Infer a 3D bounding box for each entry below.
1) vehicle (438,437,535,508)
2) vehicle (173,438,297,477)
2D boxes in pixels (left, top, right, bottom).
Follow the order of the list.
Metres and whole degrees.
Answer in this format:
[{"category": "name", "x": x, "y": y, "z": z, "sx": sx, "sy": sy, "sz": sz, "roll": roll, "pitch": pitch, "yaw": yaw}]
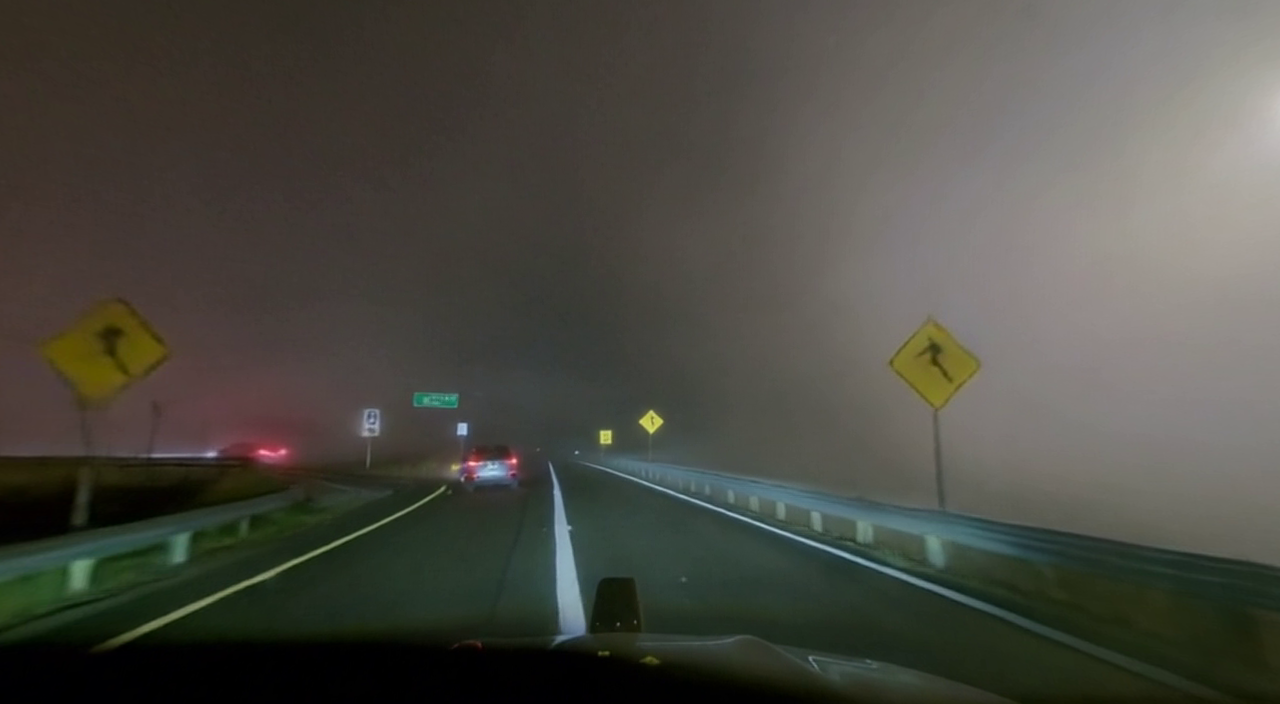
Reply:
[{"category": "vehicle", "x": -3.779, "y": 2.888, "z": 15.473, "sx": 2.006, "sy": 1.486, "sz": 3.950, "roll": 2, "pitch": -9, "yaw": -14}, {"category": "vehicle", "x": -17.033, "y": 4.431, "z": 26.406, "sx": 4.278, "sy": 1.505, "sz": 2.018, "roll": -3, "pitch": -9, "yaw": 18}]
